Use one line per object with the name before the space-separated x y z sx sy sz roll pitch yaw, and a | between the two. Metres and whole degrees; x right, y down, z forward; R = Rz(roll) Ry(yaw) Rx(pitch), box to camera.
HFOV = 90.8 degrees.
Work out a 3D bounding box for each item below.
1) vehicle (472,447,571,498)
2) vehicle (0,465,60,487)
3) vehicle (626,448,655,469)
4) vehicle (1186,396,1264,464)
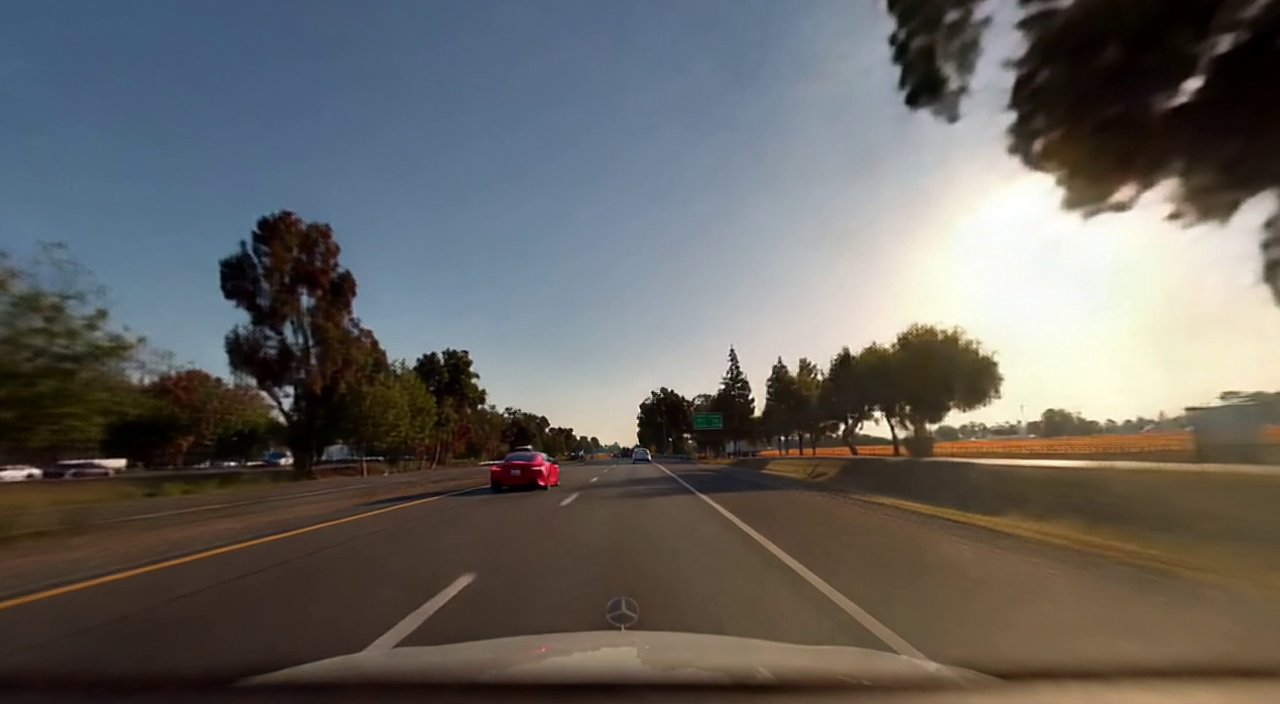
vehicle | -3.672 3.825 20.491 2.170 1.451 4.584 0 -9 2
vehicle | -47.424 9.512 48.248 1.793 1.486 4.598 -4 -9 0
vehicle | 0.043 7.880 46.848 2.079 1.450 3.942 0 -9 0
vehicle | 39.395 5.377 42.234 3.039 3.917 12.688 -8 -12 44
